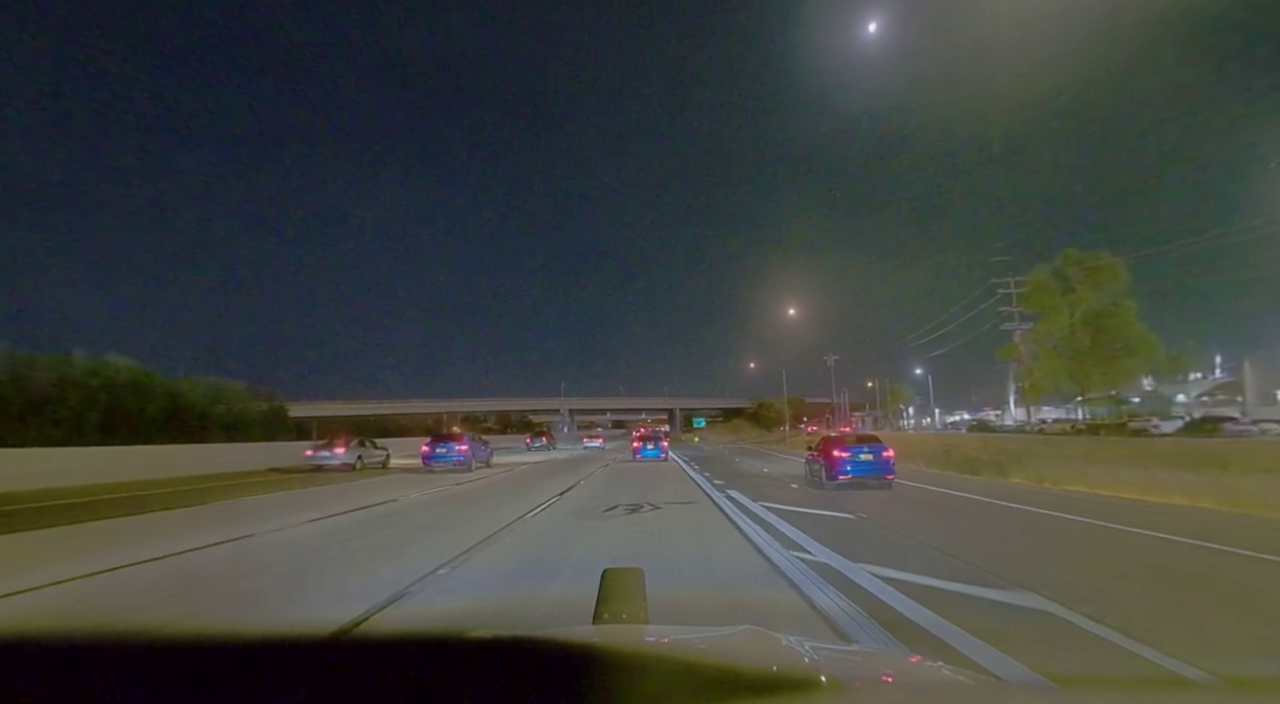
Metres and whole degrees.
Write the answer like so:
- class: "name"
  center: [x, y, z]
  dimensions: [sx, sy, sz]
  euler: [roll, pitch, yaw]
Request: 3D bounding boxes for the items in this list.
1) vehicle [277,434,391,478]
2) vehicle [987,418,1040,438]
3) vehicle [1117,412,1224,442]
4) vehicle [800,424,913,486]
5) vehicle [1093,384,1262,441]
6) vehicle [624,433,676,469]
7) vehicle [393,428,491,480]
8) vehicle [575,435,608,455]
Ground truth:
- class: "vehicle"
  center: [-11.315, 3.876, 23.762]
  dimensions: [1.858, 1.491, 4.734]
  euler: [0, -9, 0]
- class: "vehicle"
  center: [29.049, 5.995, 49.221]
  dimensions: [1.797, 1.435, 4.566]
  euler: [-1, -9, 6]
- class: "vehicle"
  center: [27.151, 3.924, 32.523]
  dimensions: [1.835, 1.438, 4.615]
  euler: [-1, -9, 5]
- class: "vehicle"
  center: [6.541, 3.172, 19.683]
  dimensions: [2.095, 1.674, 4.530]
  euler: [0, -9, 3]
- class: "vehicle"
  center: [35.589, 4.058, 42.113]
  dimensions: [7.901, 3.250, 2.763]
  euler: [-5, -7, 14]
- class: "vehicle"
  center: [0.424, 4.439, 28.400]
  dimensions: [2.145, 1.493, 4.146]
  euler: [0, -9, 0]
- class: "vehicle"
  center: [-7.045, 3.683, 22.987]
  dimensions: [2.067, 1.682, 4.388]
  euler: [0, -9, 1]
- class: "vehicle"
  center: [-3.498, 6.855, 46.510]
  dimensions: [2.056, 1.405, 4.273]
  euler: [0, -8, 1]
